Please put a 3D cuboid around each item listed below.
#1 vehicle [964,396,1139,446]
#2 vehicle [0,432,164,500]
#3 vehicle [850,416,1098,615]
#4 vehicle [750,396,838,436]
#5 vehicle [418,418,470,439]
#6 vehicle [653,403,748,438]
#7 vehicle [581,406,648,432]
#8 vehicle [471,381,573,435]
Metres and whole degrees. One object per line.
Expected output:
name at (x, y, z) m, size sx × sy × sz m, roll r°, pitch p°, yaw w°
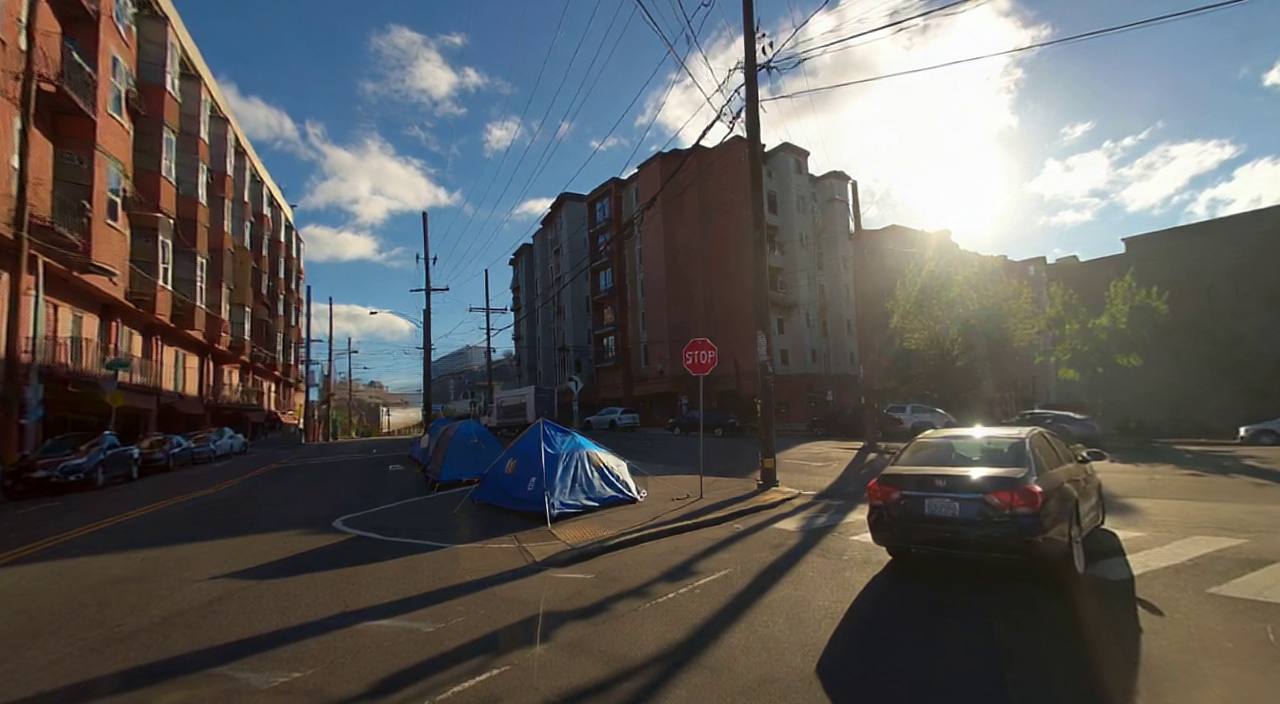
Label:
vehicle at (13.683, 2.393, 21.193) m, size 4.569 × 1.487 × 1.999 m, roll -8°, pitch -11°, yaw 41°
vehicle at (-17.194, 3.492, 19.874) m, size 2.054 × 1.800 × 5.212 m, roll 3°, pitch -9°, yaw -20°
vehicle at (4.152, 1.696, 7.600) m, size 1.945 × 1.647 × 4.160 m, roll -6°, pitch -10°, yaw 34°
vehicle at (8.240, 3.509, 34.087) m, size 1.805 × 1.694 × 4.214 m, roll 13°, pitch -17°, yaw -43°
vehicle at (-15.353, 6.016, 49.366) m, size 2.089 × 1.506 × 4.641 m, roll 7°, pitch -11°, yaw -41°
vehicle at (2.853, 3.382, 30.646) m, size 4.363 × 1.511 × 1.838 m, roll -8°, pitch -12°, yaw 43°
vehicle at (-1.673, 4.271, 39.790) m, size 1.790 × 1.468 × 4.422 m, roll 8°, pitch -12°, yaw -42°
vehicle at (-7.692, 3.733, 40.700) m, size 7.172 × 3.075 × 2.584 m, roll -7°, pitch -10°, yaw 41°
